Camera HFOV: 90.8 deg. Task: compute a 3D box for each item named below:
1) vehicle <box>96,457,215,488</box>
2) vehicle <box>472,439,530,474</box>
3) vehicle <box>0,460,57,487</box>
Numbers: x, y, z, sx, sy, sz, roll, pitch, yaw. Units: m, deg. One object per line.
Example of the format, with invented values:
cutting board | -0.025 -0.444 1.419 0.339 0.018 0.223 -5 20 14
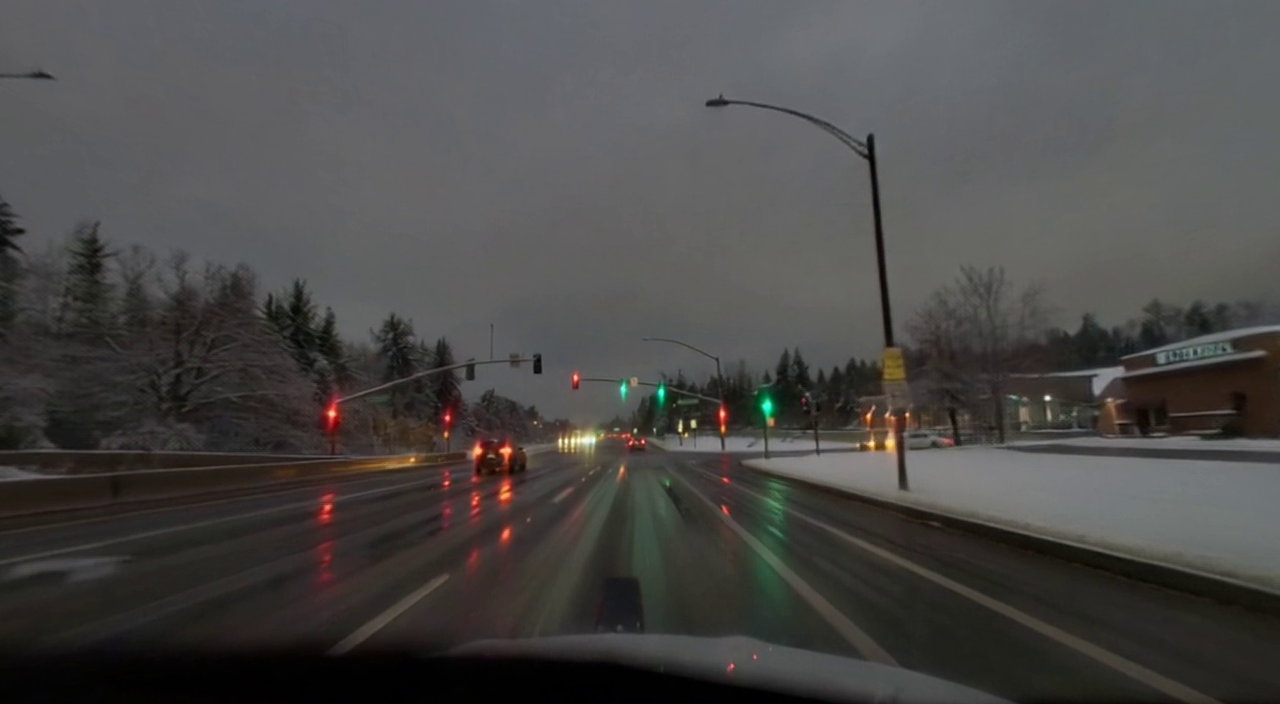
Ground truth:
vehicle | -24.743 6.158 32.363 4.403 1.465 1.928 0 -8 -3
vehicle | -6.316 4.782 29.170 1.928 1.451 4.219 0 -8 -3
vehicle | -40.074 7.909 41.457 1.856 1.500 4.721 5 -10 -34
